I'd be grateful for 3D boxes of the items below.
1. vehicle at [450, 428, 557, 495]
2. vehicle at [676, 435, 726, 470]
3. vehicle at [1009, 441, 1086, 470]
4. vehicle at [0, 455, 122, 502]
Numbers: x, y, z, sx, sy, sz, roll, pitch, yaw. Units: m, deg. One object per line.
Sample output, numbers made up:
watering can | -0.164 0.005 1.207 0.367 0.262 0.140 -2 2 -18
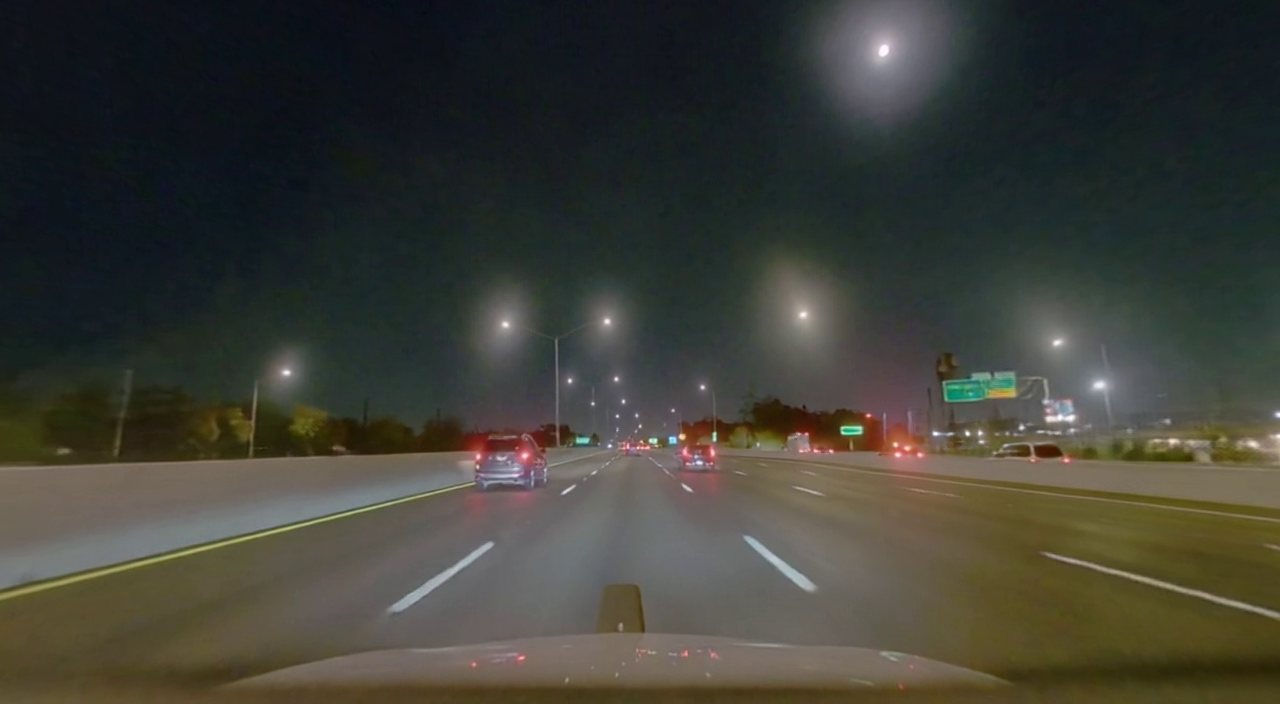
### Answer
vehicle | -3.775 3.131 18.430 2.099 1.682 4.590 0 -8 0
vehicle | 2.969 5.033 31.743 1.997 1.638 4.281 0 -8 -1
vehicle | 26.825 6.800 41.834 2.070 1.782 5.006 -1 -8 5
vehicle | -19.743 4.233 21.379 1.515 1.385 3.342 0 -8 0
